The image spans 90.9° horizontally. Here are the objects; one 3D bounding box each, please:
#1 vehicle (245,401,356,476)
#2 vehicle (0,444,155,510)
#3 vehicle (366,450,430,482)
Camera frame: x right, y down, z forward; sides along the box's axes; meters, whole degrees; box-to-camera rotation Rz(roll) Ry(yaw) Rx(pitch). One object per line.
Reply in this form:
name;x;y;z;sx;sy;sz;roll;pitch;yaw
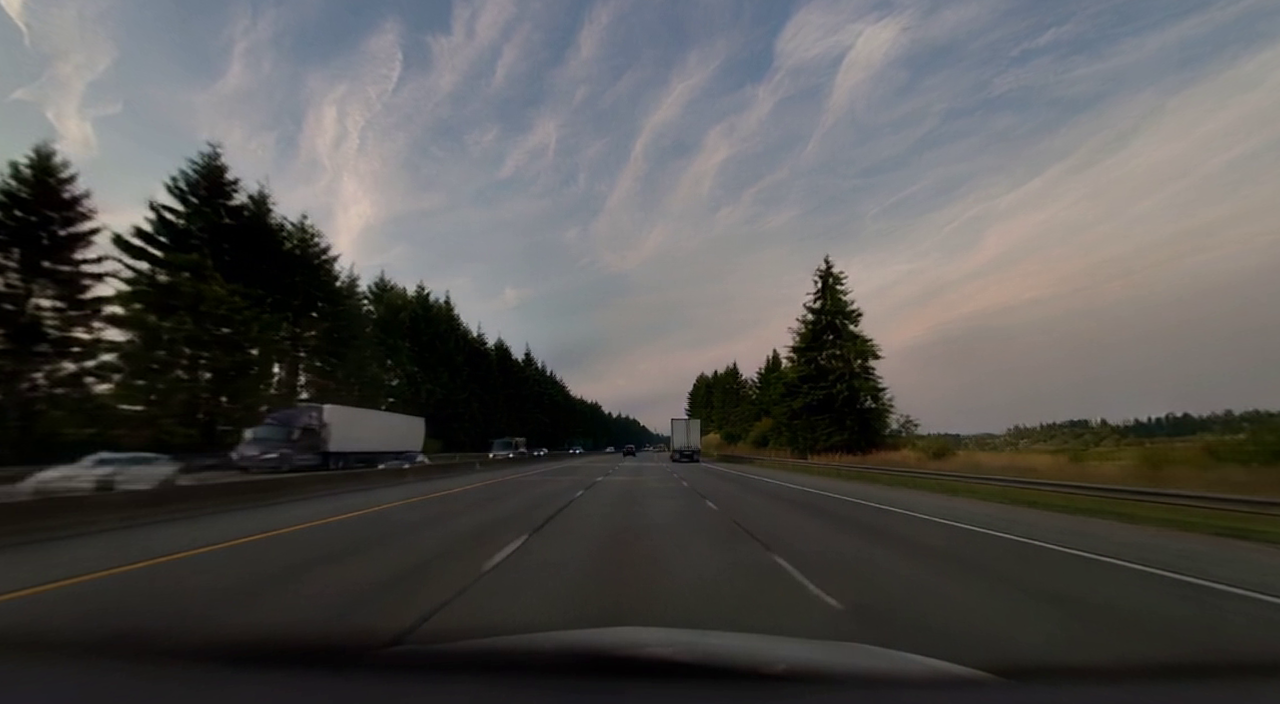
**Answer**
vehicle;-19.508;5.094;36.681;3.006;3.995;5.858;0;-9;0
vehicle;-16.334;3.418;17.685;1.977;1.586;4.324;0;-9;0
vehicle;-11.588;5.462;30.404;1.719;1.414;3.544;0;-9;-1
